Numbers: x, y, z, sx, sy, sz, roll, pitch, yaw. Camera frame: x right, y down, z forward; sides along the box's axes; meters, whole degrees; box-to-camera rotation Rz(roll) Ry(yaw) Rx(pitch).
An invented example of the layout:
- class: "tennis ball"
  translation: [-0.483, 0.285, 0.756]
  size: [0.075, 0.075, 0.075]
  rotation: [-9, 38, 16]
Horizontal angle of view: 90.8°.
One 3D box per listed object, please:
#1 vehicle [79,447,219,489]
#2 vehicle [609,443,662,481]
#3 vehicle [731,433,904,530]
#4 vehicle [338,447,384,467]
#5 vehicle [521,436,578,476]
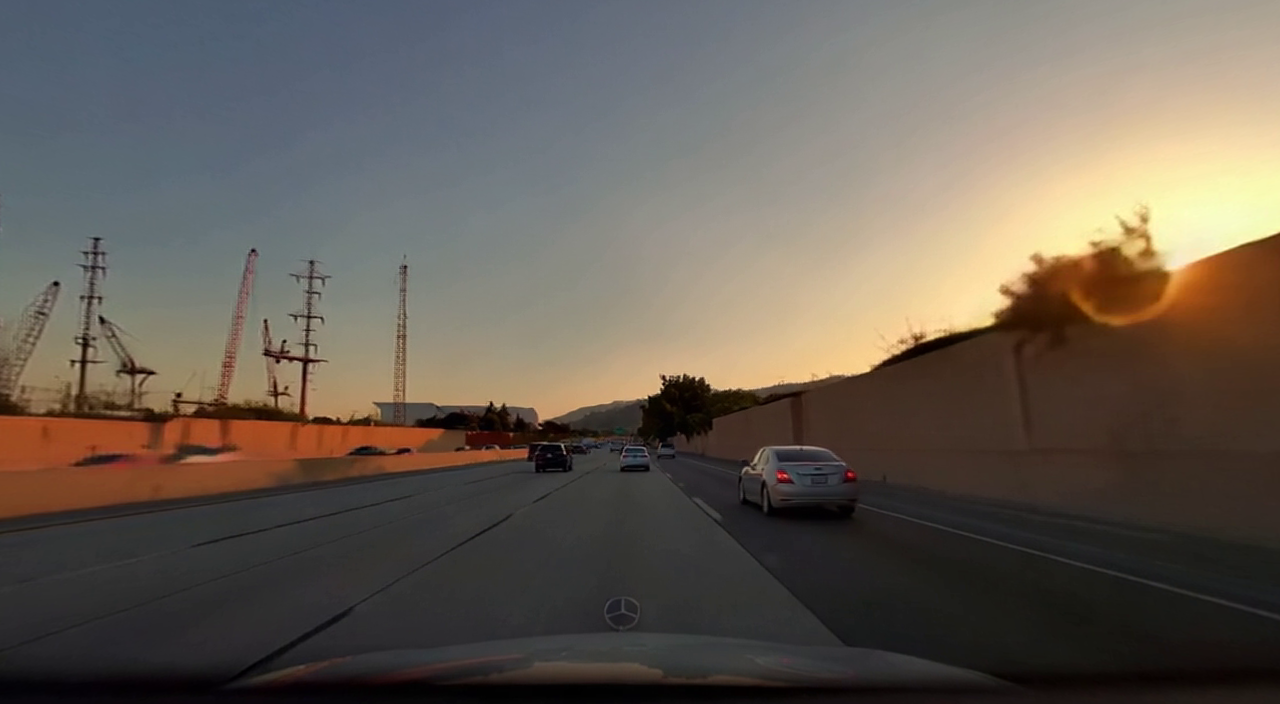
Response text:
- class: "vehicle"
  translation: [-19.029, 4.486, 24.807]
  size: [1.778, 1.466, 4.610]
  rotation: [0, -8, 1]
- class: "vehicle"
  translation: [-0.223, 4.515, 26.278]
  size: [2.045, 1.452, 4.040]
  rotation: [0, -8, -1]
- class: "vehicle"
  translation: [3.136, 2.385, 12.298]
  size: [1.917, 1.507, 4.540]
  rotation: [0, -8, -2]
- class: "vehicle"
  translation: [-22.011, 8.244, 49.907]
  size: [1.751, 1.510, 3.999]
  rotation: [0, -8, 1]
- class: "vehicle"
  translation: [-4.365, 5.079, 31.068]
  size: [2.121, 1.775, 4.335]
  rotation: [0, -8, 1]
